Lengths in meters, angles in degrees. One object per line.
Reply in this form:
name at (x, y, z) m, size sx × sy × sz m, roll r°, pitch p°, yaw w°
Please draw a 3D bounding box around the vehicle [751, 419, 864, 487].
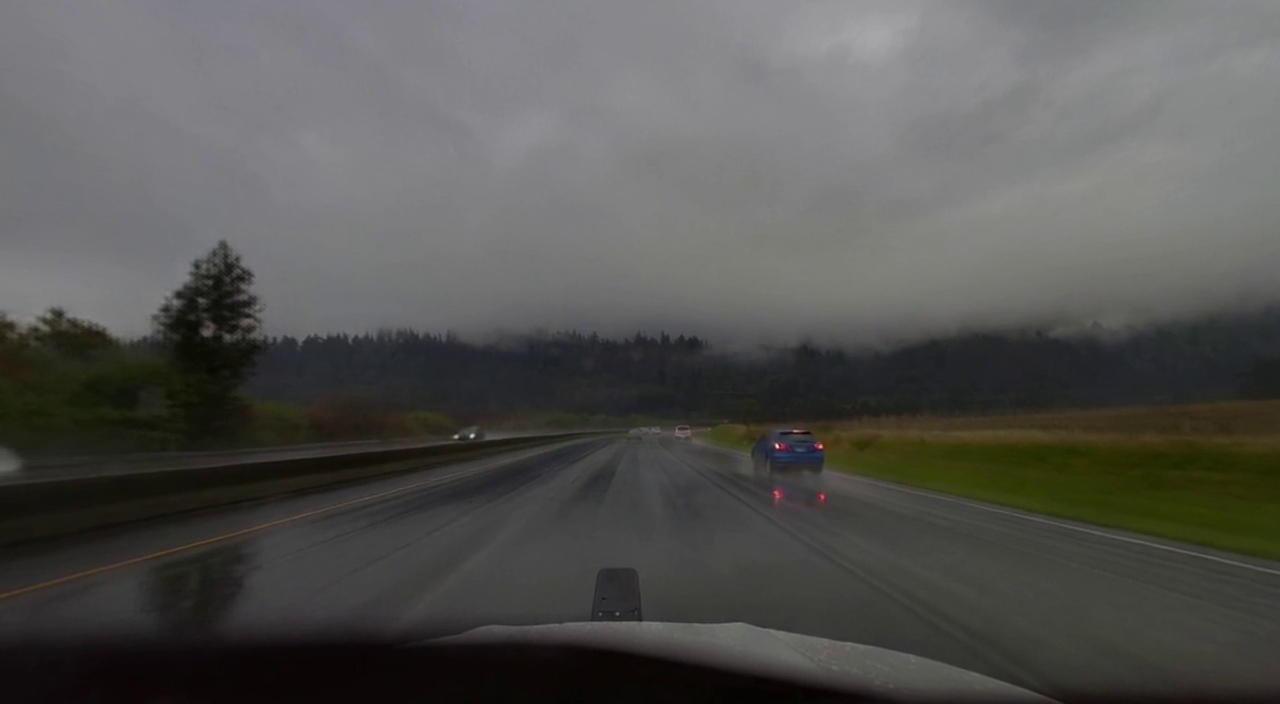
vehicle at (4.070, 2.500, 15.916) m, size 1.765 × 1.510 × 3.762 m, roll 0°, pitch -8°, yaw -1°
